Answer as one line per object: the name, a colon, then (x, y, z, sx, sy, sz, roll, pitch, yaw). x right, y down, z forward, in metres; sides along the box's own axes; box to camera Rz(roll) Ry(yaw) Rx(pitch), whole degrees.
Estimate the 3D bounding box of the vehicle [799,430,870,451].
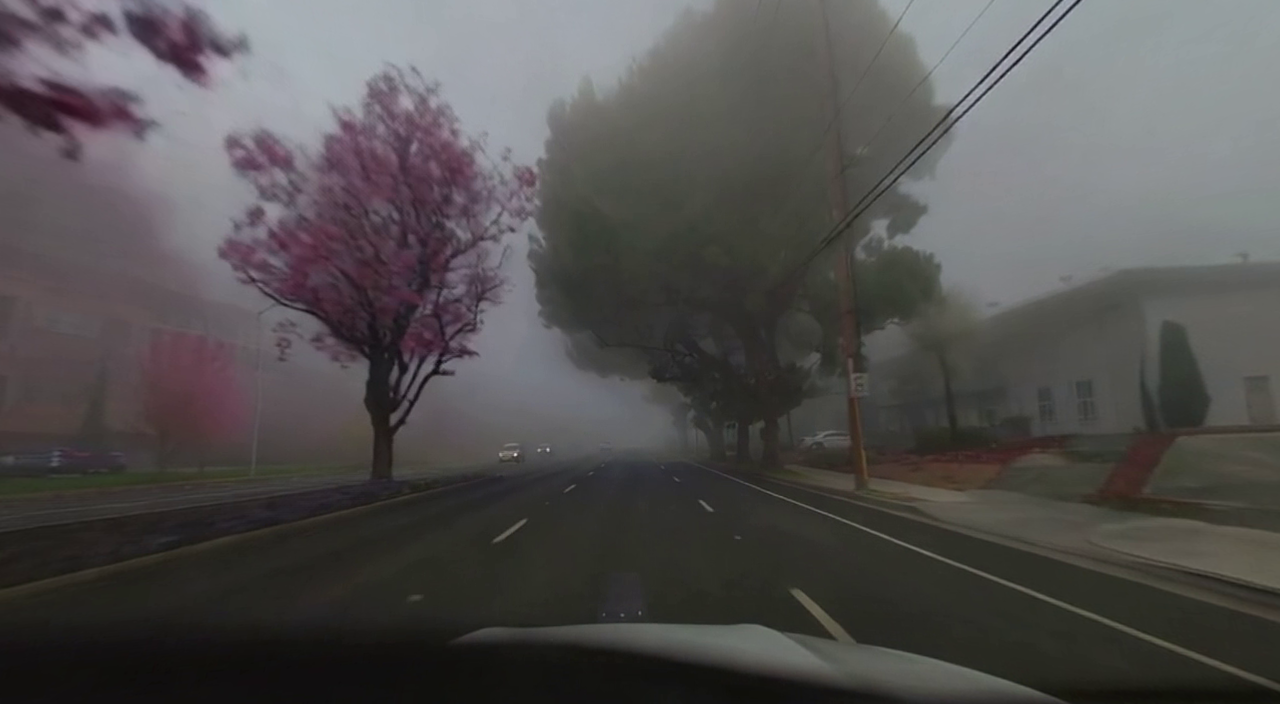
vehicle: (15.204, 6.954, 49.537, 4.877, 1.592, 1.913, 0, -8, 2)
